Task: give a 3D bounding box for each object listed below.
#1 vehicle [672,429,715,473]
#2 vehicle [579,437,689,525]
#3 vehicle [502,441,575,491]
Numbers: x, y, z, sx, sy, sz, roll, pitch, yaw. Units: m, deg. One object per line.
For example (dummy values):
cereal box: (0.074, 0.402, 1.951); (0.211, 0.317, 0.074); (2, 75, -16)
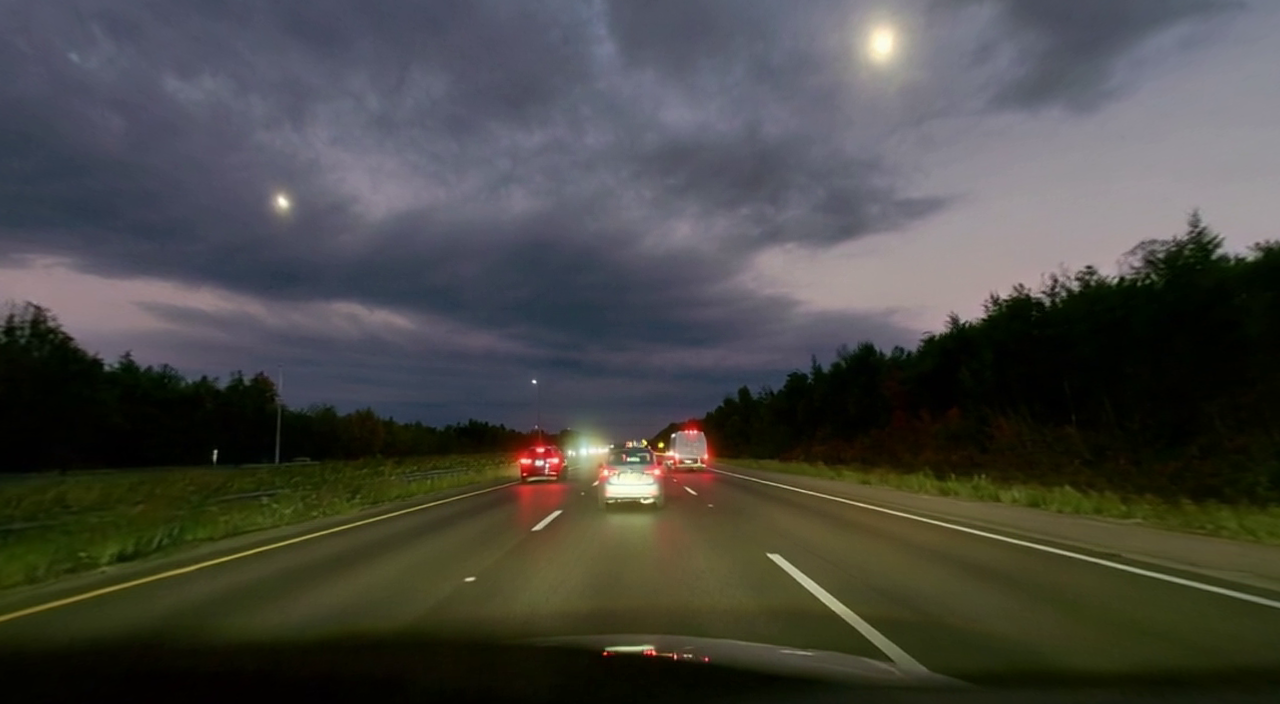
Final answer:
vehicle: (3.442, 6.544, 41.637); (2.234, 2.679, 5.372); (0, -9, -1)
vehicle: (-0.093, 2.609, 13.172); (1.973, 1.574, 3.426); (0, -9, 1)
vehicle: (-3.713, 4.267, 23.934); (1.985, 1.671, 4.604); (0, -9, 1)
